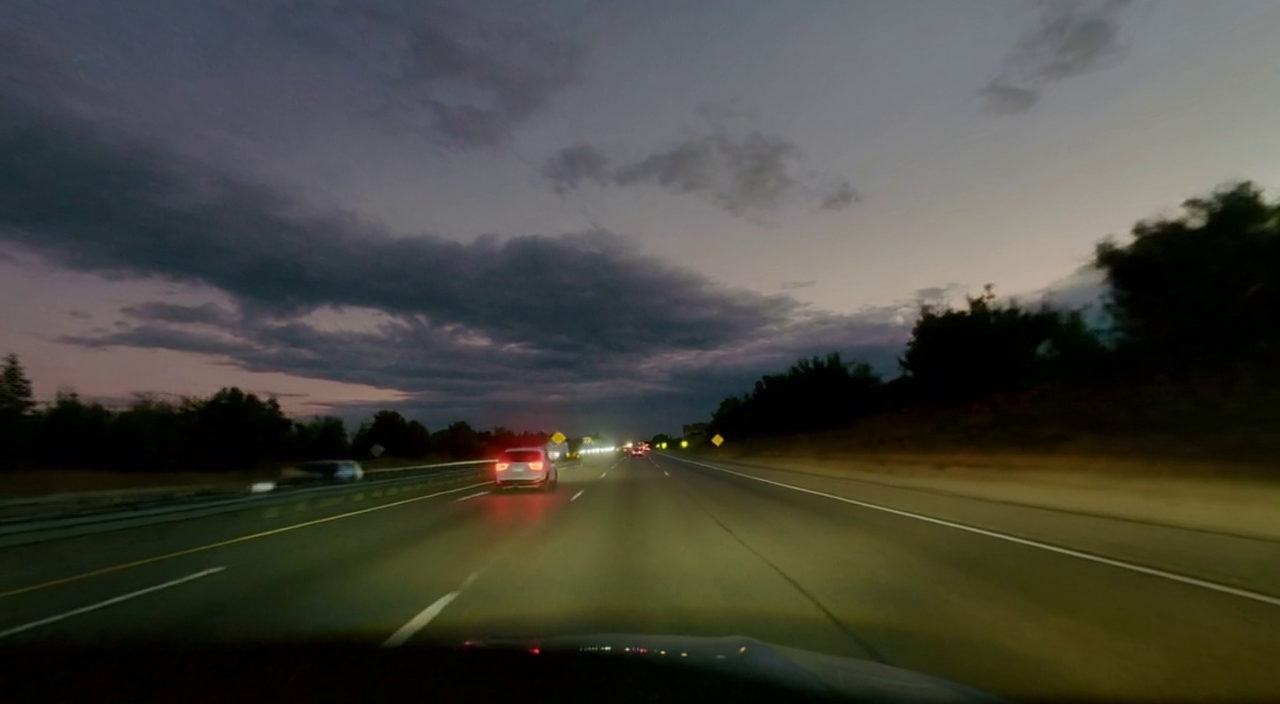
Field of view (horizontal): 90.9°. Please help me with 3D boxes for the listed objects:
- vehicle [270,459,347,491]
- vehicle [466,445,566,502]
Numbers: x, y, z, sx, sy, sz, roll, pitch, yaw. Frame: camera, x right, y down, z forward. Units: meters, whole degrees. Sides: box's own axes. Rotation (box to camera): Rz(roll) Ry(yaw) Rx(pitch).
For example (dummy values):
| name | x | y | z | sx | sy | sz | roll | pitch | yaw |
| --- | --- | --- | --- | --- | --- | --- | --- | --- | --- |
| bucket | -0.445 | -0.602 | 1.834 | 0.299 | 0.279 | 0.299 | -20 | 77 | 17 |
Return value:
| name | x | y | z | sx | sy | sz | roll | pitch | yaw |
| --- | --- | --- | --- | --- | --- | --- | --- | --- | --- |
| vehicle | -16.483 | 6.102 | 31.514 | 1.827 | 1.450 | 3.766 | 0 | -9 | -1 |
| vehicle | -3.536 | 3.573 | 18.974 | 2.054 | 1.475 | 4.708 | 0 | -9 | 0 |
